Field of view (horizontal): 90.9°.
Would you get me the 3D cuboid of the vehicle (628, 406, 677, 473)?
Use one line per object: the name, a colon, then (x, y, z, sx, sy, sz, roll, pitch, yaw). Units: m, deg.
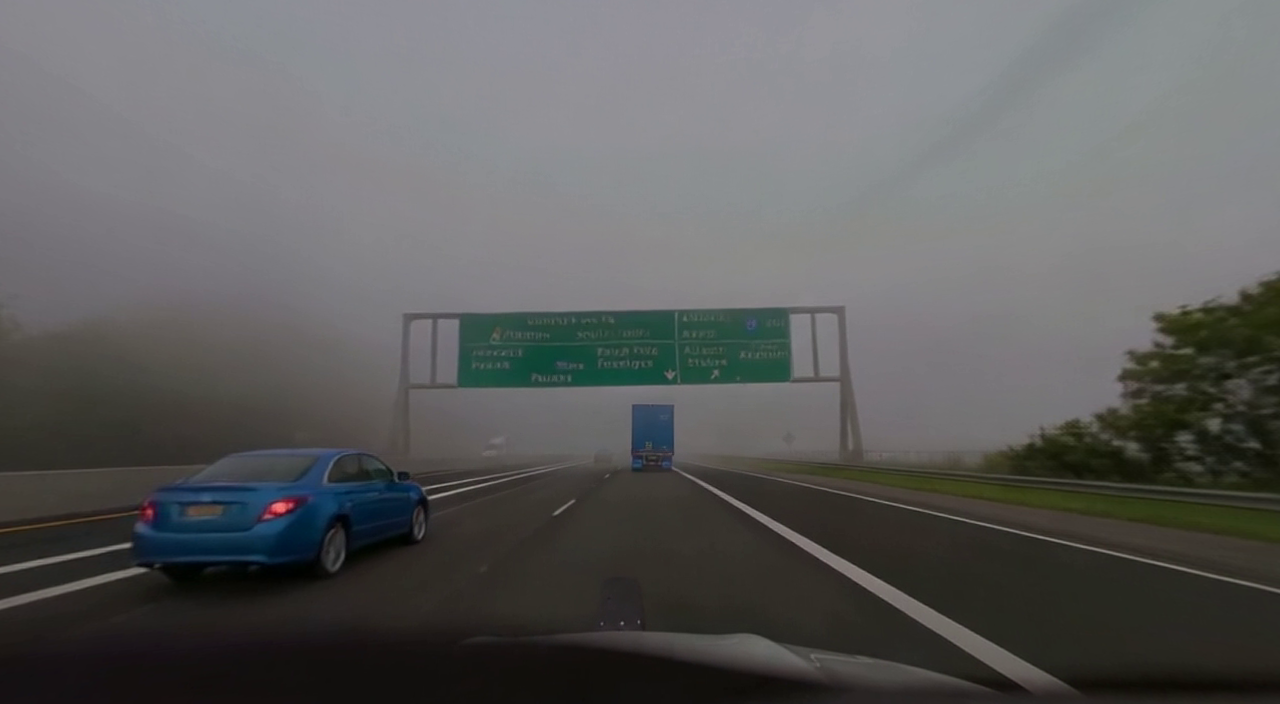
vehicle: (0.800, 6.145, 43.942, 3.022, 4.072, 10.318, 0, -9, 0)

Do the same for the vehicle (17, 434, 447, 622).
vehicle: (-3.939, 1.737, 7.286, 1.931, 1.466, 4.458, 0, -9, 1)
